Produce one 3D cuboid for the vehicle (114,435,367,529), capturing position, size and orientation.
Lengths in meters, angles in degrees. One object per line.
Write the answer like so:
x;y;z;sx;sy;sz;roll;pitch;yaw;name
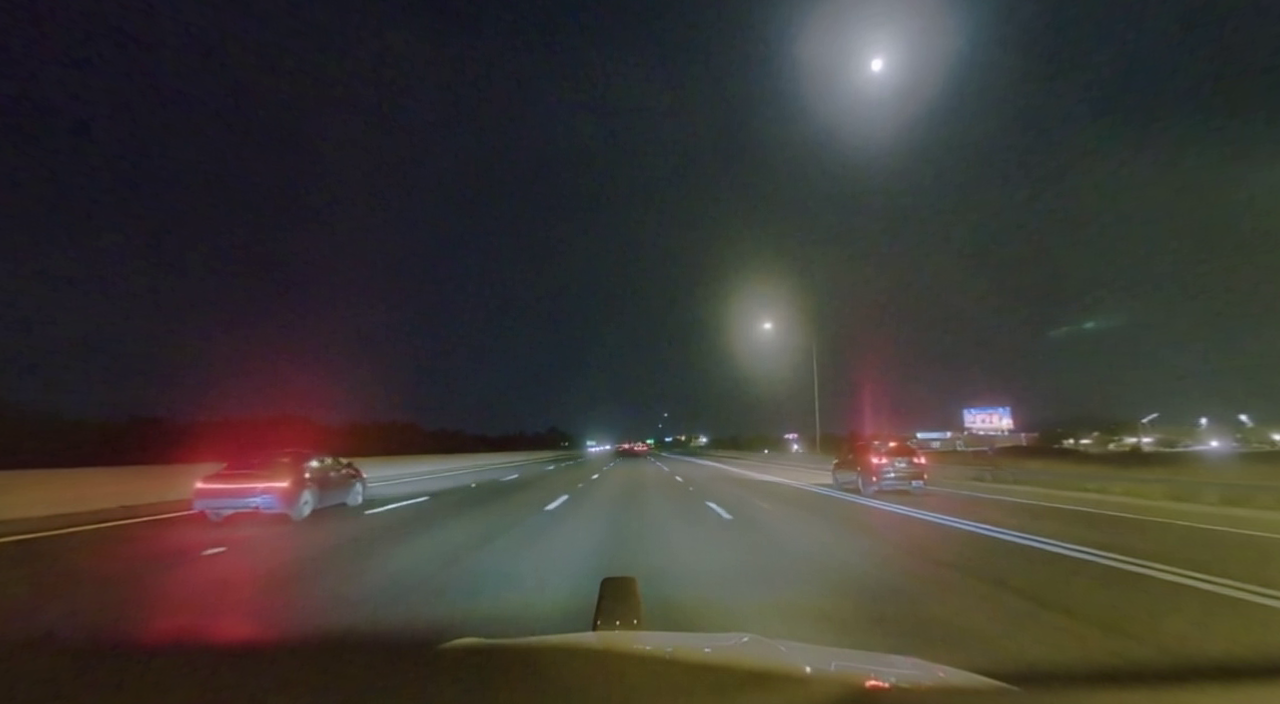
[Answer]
-7.721;2.528;12.990;2.005;1.545;4.874;0;-9;0;vehicle
